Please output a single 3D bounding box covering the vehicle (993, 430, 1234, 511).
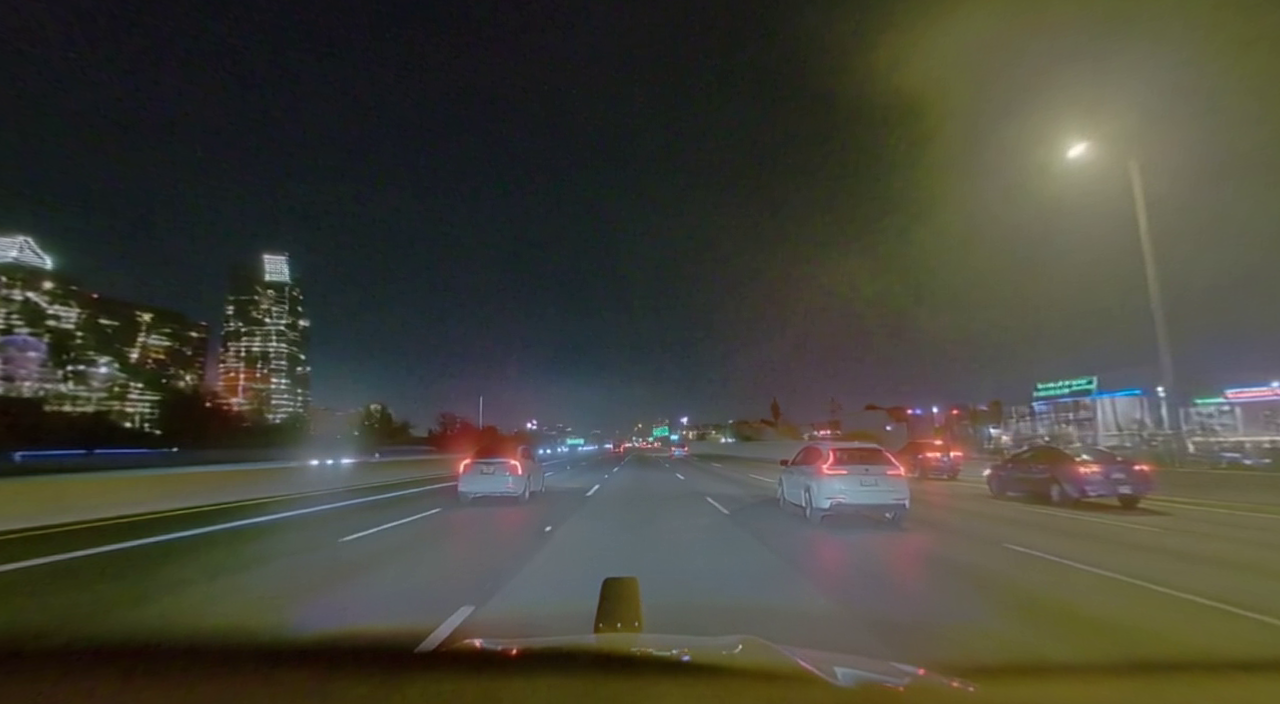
[{"bbox_3d":[10.323,2.605,14.342,2.019,1.529,4.385,0,-8,-1],"label":"vehicle"}]

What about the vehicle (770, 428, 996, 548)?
[{"bbox_3d":[3.543,2.047,10.175,1.961,1.504,4.094,0,-8,-1],"label":"vehicle"}]

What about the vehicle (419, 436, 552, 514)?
[{"bbox_3d":[-3.407,2.790,14.829,1.975,1.536,4.295,0,-8,1],"label":"vehicle"}]
